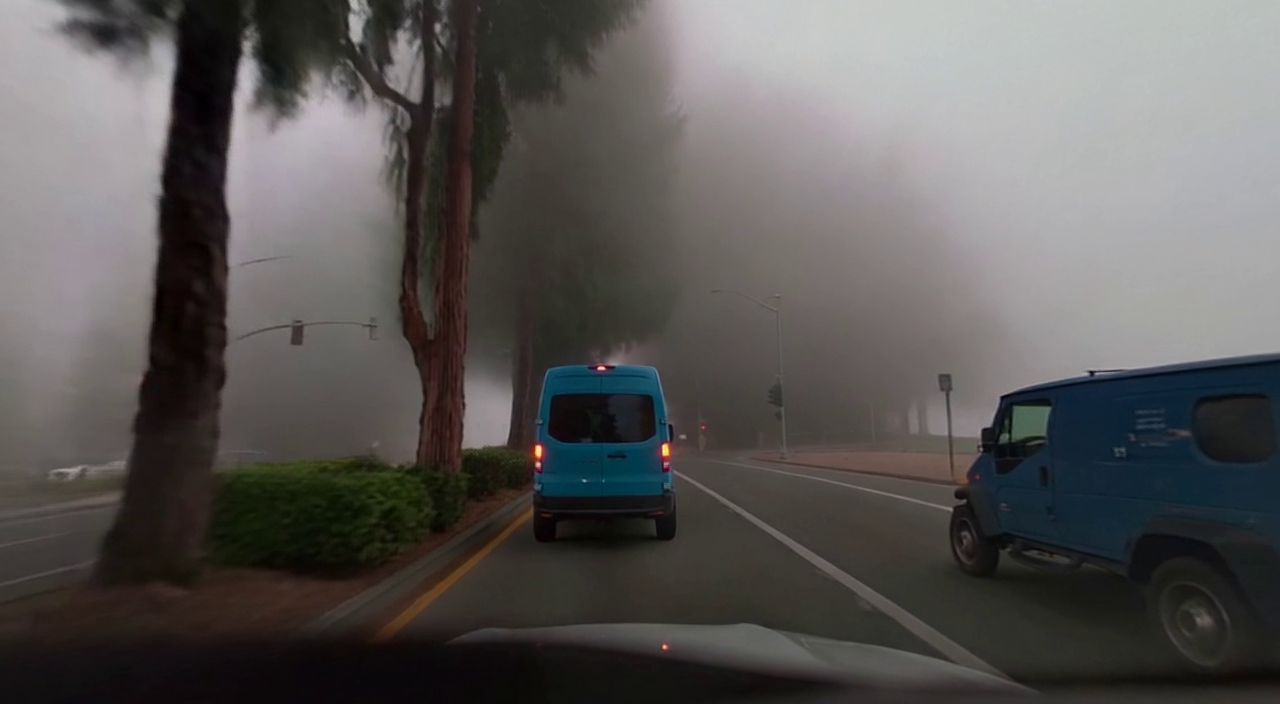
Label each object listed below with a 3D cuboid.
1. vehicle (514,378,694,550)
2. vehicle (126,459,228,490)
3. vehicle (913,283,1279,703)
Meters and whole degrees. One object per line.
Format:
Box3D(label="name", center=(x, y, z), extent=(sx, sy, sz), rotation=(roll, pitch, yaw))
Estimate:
Box3D(label="vehicle", center=(-0.383, 1.653, 9.794), extent=(2.145, 2.046, 4.309), rotation=(0, -9, 1))
Box3D(label="vehicle", center=(-27.935, 7.353, 38.170), extent=(4.857, 1.729, 2.029), rotation=(-1, -9, 9))
Box3D(label="vehicle", center=(3.691, 0.875, 4.137), extent=(1.988, 1.873, 3.968), rotation=(0, -9, 0))
